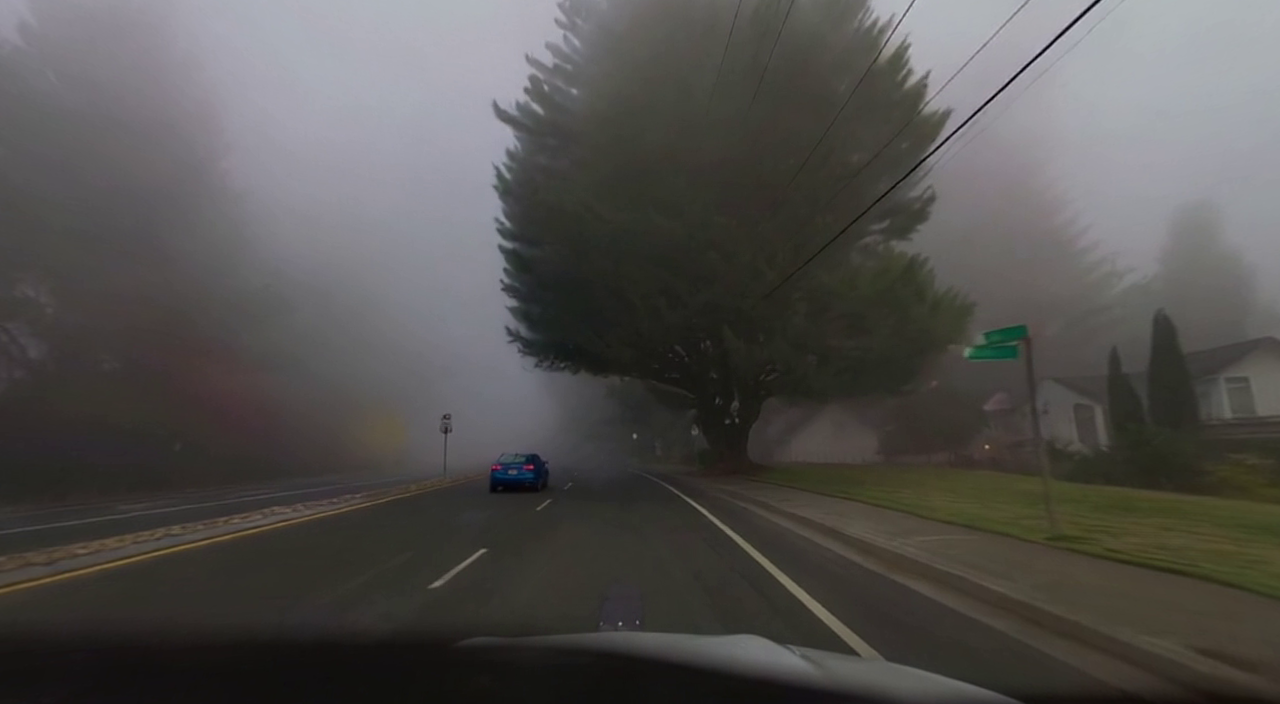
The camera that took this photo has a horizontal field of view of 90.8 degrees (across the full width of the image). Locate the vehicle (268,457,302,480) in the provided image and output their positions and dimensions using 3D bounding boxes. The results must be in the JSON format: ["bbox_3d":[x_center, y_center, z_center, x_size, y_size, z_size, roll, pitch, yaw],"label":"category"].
[{"bbox_3d":[-28.004,9.166,49.950,1.723,1.569,4.694,3,-9,-22],"label":"vehicle"}]

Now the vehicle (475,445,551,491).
[{"bbox_3d":[-4.515,4.169,23.144,1.980,1.508,4.502,0,-8,-2],"label":"vehicle"}]
